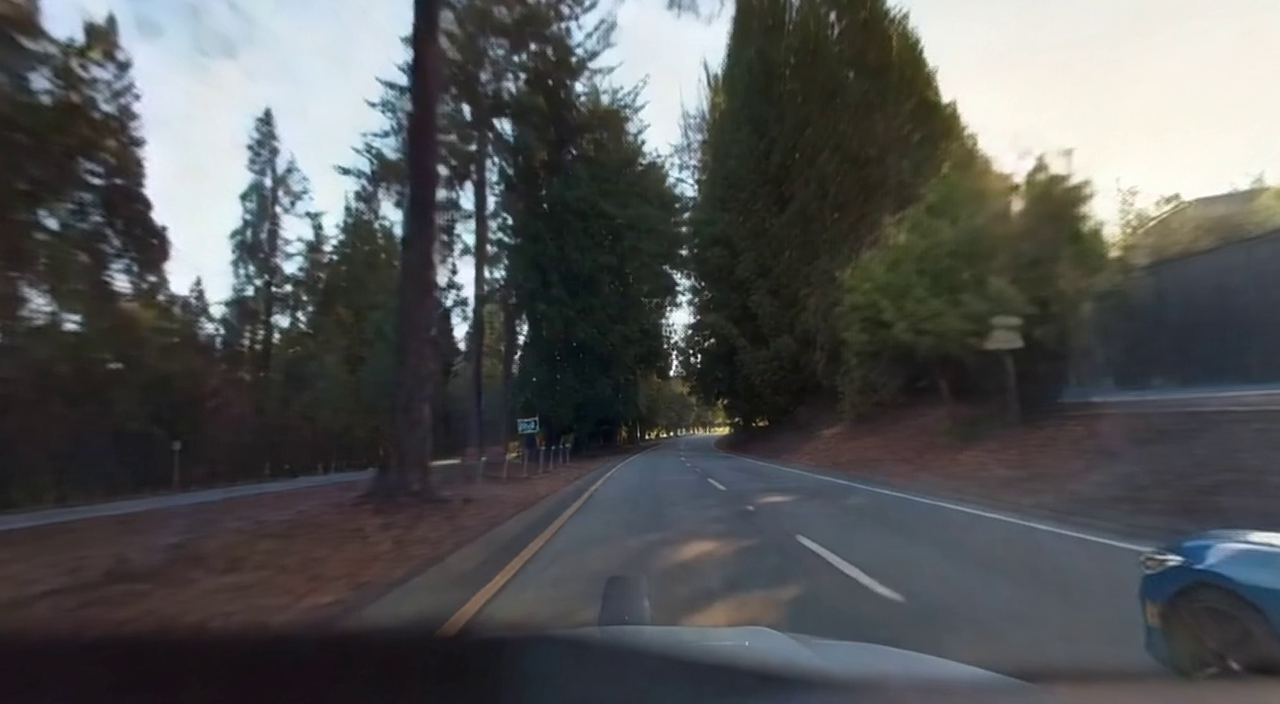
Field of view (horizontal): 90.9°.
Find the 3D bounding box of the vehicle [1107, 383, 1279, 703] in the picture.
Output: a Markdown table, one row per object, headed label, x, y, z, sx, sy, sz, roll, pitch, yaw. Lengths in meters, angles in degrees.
| label | x | y | z | sx | sy | sz | roll | pitch | yaw |
| --- | --- | --- | --- | --- | --- | --- | --- | --- | --- |
| vehicle | 3.505 | 0.646 | 0.893 | 2.061 | 1.503 | 4.823 | 0 | -8 | 1 |
